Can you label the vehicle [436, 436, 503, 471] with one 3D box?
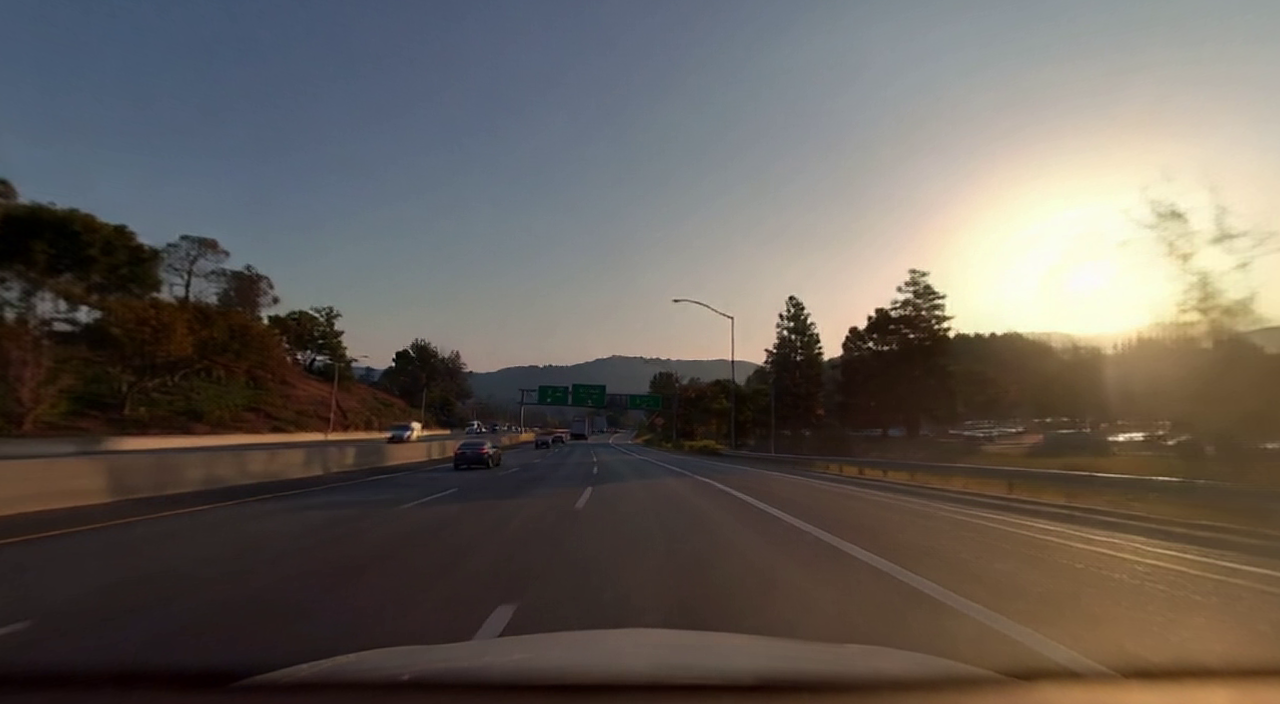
[{"bbox_3d":[-7.872,4.705,29.573,2.025,1.494,4.495,0,-8,-2],"label":"vehicle"}]
